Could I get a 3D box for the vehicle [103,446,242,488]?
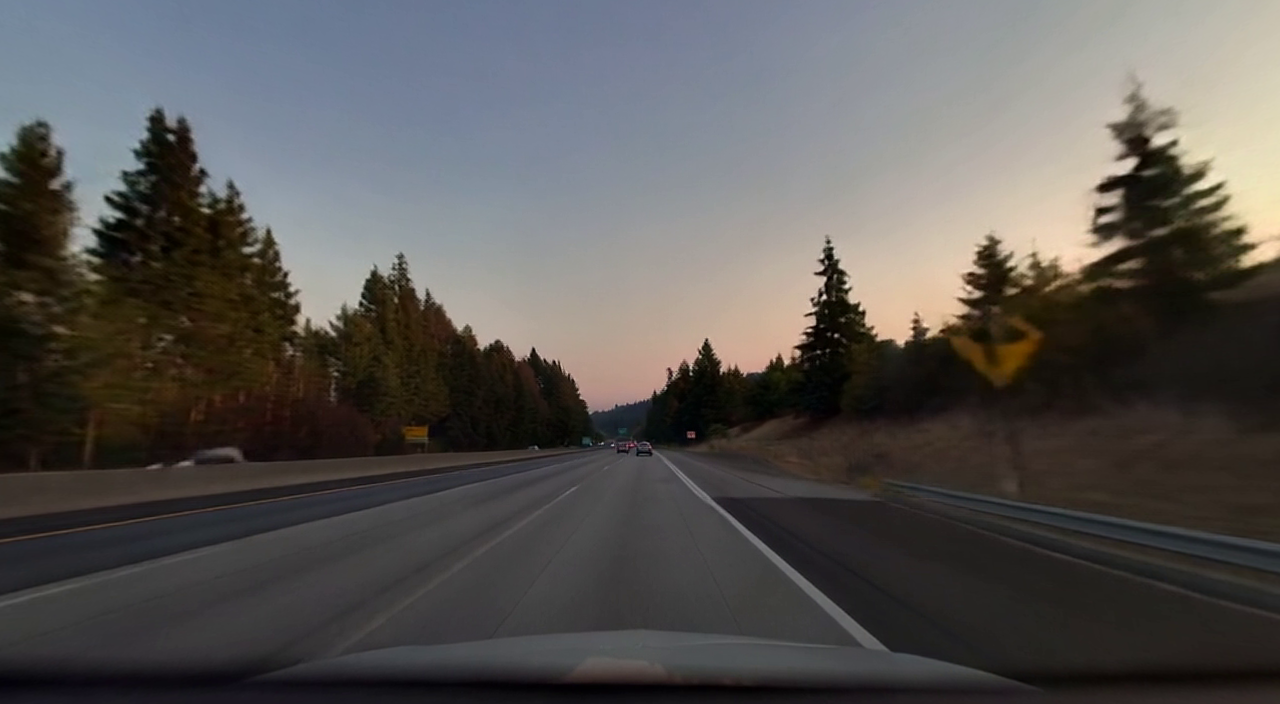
[{"bbox_3d":[-21.244,5.207,29.078,2.100,1.698,5.541,0,-8,1],"label":"vehicle"}]
